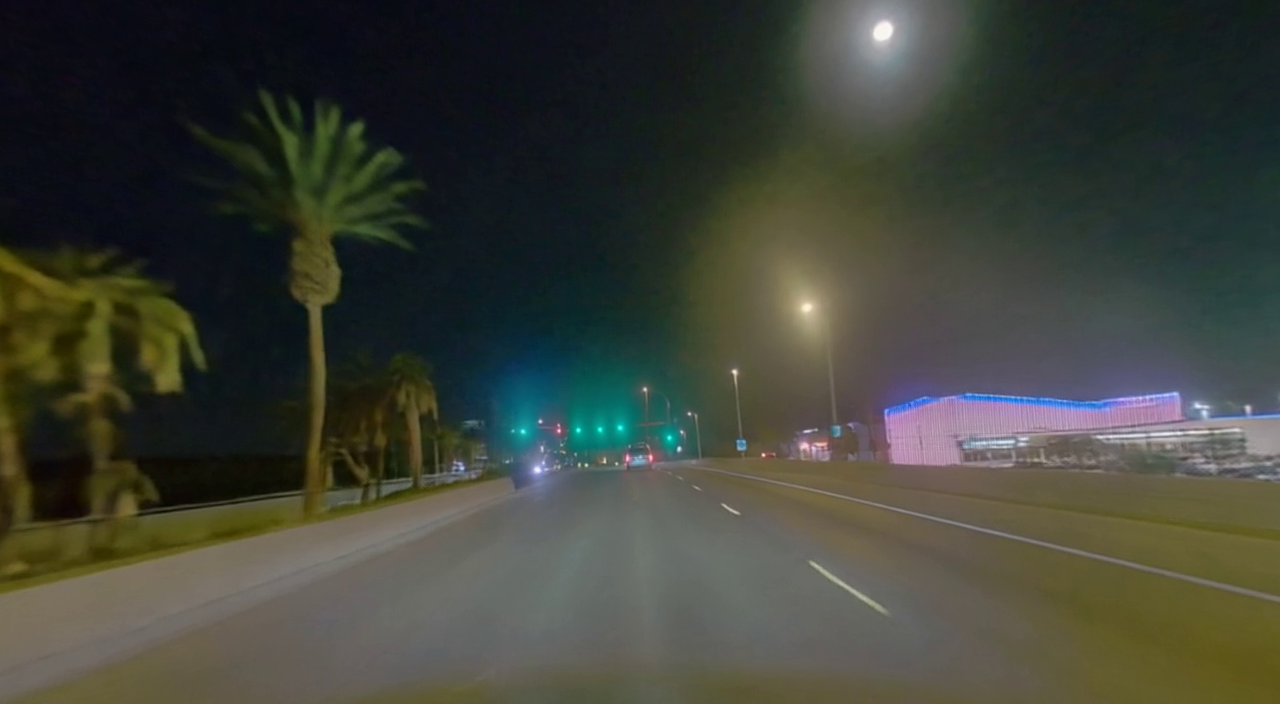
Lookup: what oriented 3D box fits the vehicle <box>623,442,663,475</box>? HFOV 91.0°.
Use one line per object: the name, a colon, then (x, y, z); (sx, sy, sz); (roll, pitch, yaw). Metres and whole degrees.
vehicle: (0.157, 5.999, 35.558); (2.089, 1.718, 4.193); (0, -9, 0)
